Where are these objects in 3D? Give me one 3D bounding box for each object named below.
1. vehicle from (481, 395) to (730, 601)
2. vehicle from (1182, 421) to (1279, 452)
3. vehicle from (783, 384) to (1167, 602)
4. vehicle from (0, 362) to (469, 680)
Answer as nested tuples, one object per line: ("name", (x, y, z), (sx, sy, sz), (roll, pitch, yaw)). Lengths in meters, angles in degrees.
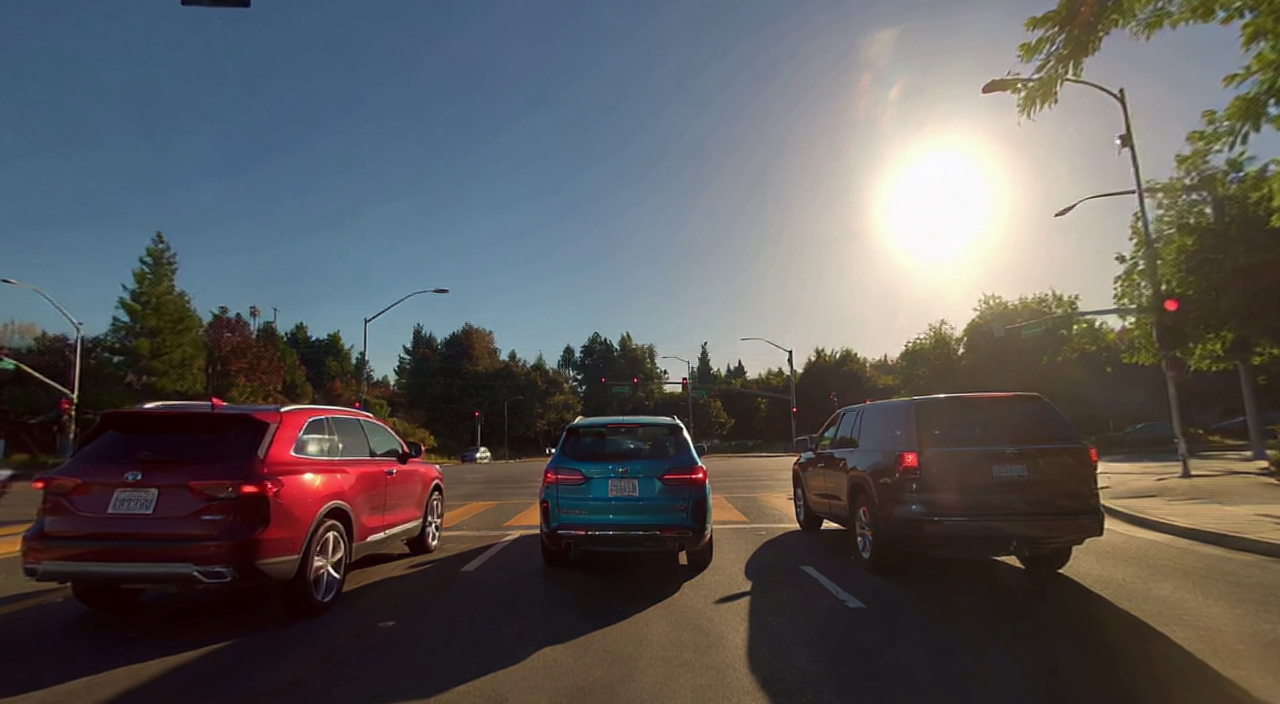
("vehicle", (-0.231, 1.510, 7.317), (2.067, 1.702, 3.987), (0, -8, 2))
("vehicle", (32.818, 4.659, 34.761), (4.175, 1.634, 1.877), (1, -8, -5))
("vehicle", (3.270, 1.488, 7.518), (2.083, 1.779, 4.532), (0, -8, 0))
("vehicle", (-3.271, 1.281, 5.890), (2.047, 1.810, 4.414), (0, -8, 1))
